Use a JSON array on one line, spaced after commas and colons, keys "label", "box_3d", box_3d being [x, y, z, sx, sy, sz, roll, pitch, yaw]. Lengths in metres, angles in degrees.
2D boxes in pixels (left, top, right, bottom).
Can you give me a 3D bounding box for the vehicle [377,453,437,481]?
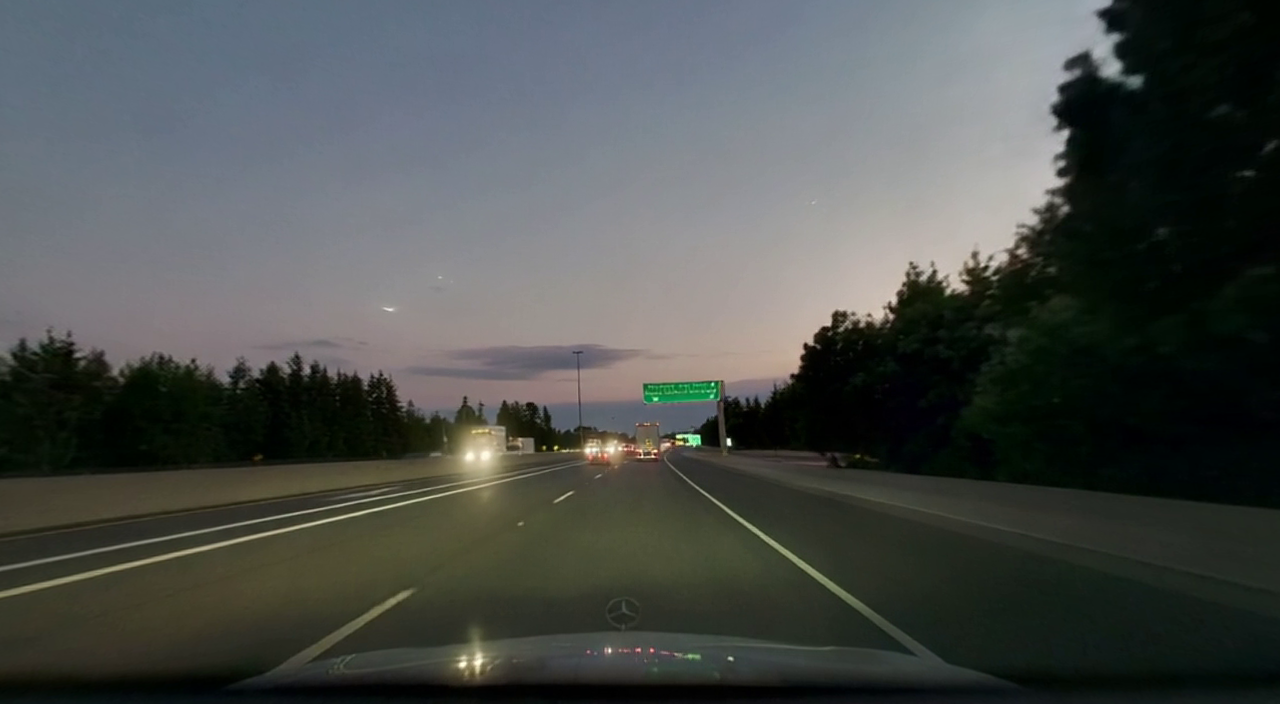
[{"label": "vehicle", "box_3d": [-13.051, 6.445, 35.527, 1.803, 1.419, 3.997, 0, -9, 0]}]
